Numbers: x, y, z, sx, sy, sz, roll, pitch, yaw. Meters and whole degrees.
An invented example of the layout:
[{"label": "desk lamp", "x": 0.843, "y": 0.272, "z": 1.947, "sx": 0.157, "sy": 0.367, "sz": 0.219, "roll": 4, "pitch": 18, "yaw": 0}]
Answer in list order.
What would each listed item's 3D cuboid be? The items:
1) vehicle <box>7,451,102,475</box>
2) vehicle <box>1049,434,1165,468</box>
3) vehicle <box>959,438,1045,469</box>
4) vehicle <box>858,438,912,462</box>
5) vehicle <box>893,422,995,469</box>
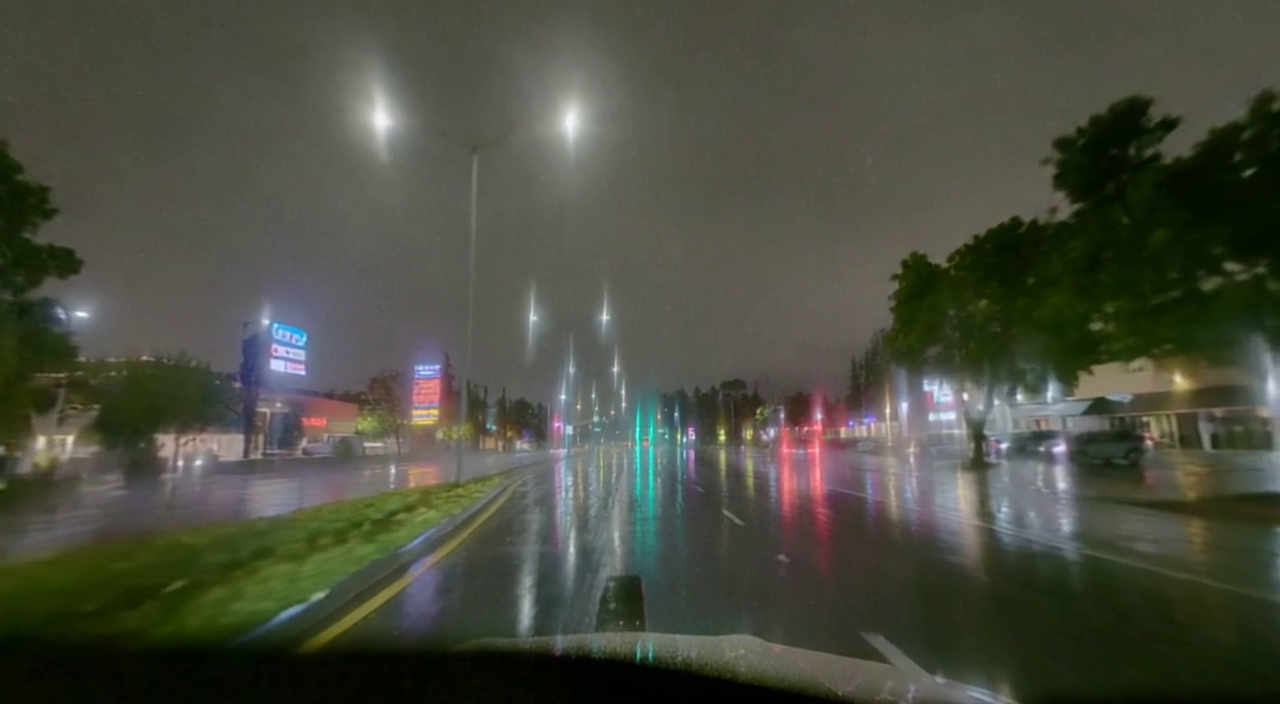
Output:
[{"label": "vehicle", "x": -38.879, "y": 7.390, "z": 42.026, "sx": 4.320, "sy": 1.477, "sz": 1.937, "roll": 0, "pitch": -8, "yaw": -2}, {"label": "vehicle", "x": 22.652, "y": 4.863, "z": 30.884, "sx": 1.791, "sy": 1.458, "sz": 4.316, "roll": -1, "pitch": -9, "yaw": -12}, {"label": "vehicle", "x": 17.897, "y": 5.041, "z": 31.418, "sx": 1.873, "sy": 1.383, "sz": 3.754, "roll": -1, "pitch": -9, "yaw": -3}, {"label": "vehicle", "x": 16.375, "y": 6.552, "z": 42.481, "sx": 1.880, "sy": 1.477, "sz": 4.556, "roll": -1, "pitch": -8, "yaw": 1}, {"label": "vehicle", "x": 14.904, "y": 4.656, "z": 31.439, "sx": 2.235, "sy": 2.016, "sz": 5.481, "roll": -3, "pitch": -9, "yaw": 0}]
